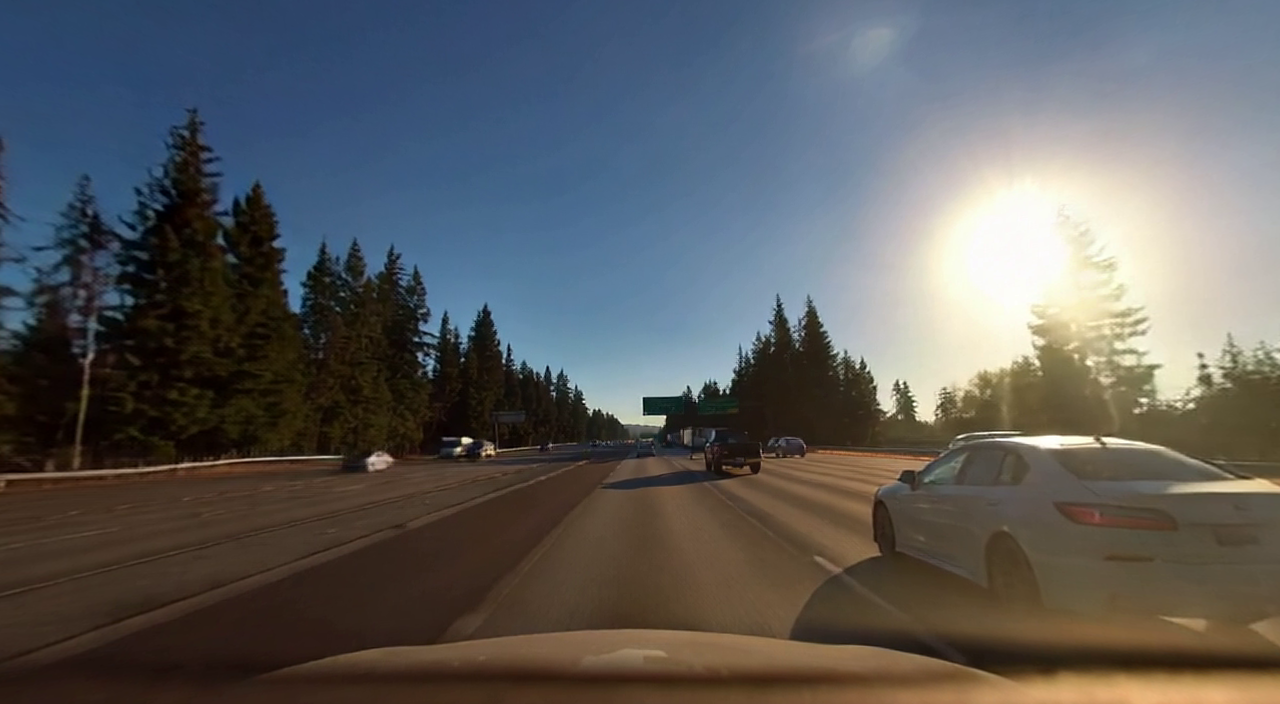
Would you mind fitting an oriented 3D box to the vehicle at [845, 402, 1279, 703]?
[{"bbox_3d":[3.344,1.269,4.834,1.904,1.453,4.789,0,-8,0],"label":"vehicle"}]

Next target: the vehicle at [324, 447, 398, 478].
[{"bbox_3d":[-14.804,5.841,33.587,1.867,1.465,4.482,-1,-8,1],"label":"vehicle"}]

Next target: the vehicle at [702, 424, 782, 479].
[{"bbox_3d":[3.821,3.865,24.641,2.206,1.902,5.460,0,-8,0],"label":"vehicle"}]

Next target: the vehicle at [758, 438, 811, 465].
[{"bbox_3d":[8.532,5.914,37.541,2.002,1.500,4.715,0,-8,0],"label":"vehicle"}]
